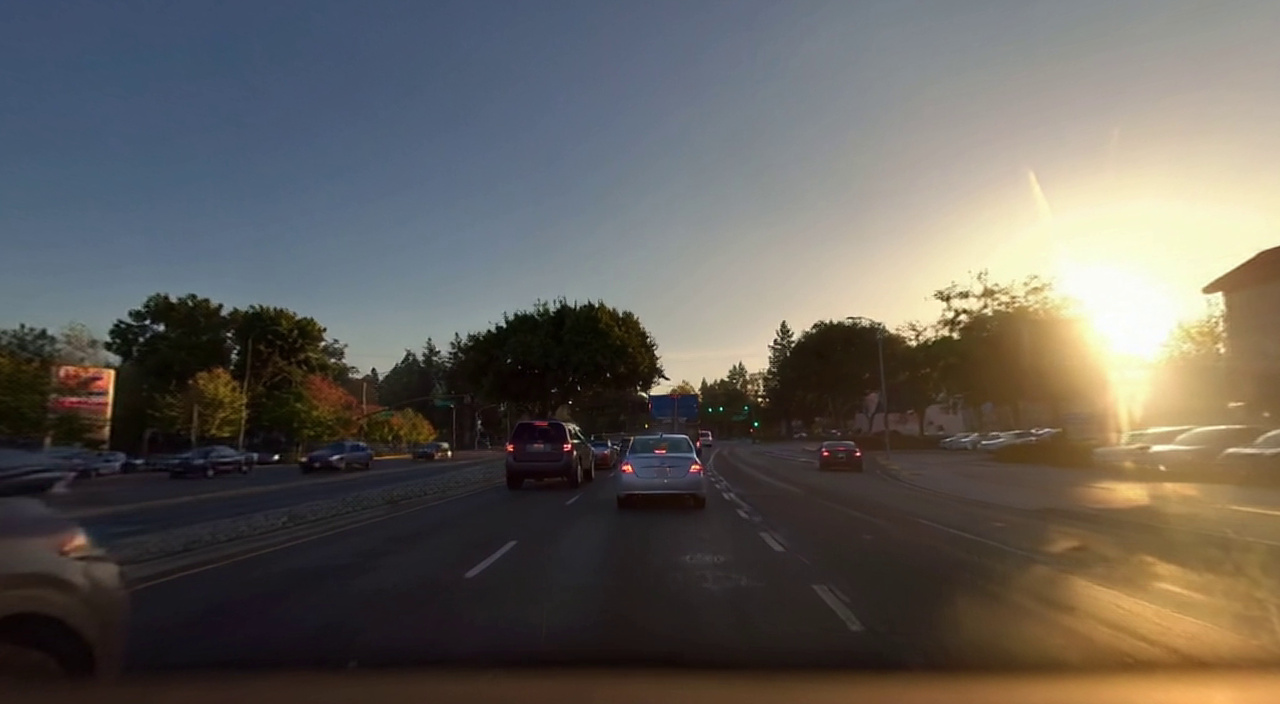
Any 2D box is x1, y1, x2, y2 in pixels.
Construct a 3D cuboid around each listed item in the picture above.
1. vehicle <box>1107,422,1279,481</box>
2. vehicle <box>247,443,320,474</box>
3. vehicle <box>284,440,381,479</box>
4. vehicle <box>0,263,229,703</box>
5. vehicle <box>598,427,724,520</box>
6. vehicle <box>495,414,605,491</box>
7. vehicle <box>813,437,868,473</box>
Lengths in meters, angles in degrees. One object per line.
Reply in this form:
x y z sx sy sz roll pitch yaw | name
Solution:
15.598 2.667 17.039 4.436 1.466 1.875 0 -8 -2 | vehicle
-21.181 6.326 37.654 1.923 1.703 4.520 0 -8 -3 | vehicle
-12.501 4.390 25.957 2.011 1.456 4.143 0 -8 -2 | vehicle
-3.074 0.442 0.556 2.124 1.829 4.799 0 -8 1 | vehicle
0.324 2.295 12.432 2.061 1.494 4.079 0 -8 0 | vehicle
-2.444 2.953 18.727 2.289 1.935 5.227 -1 -8 2 | vehicle
9.042 4.661 28.703 1.900 1.507 4.151 -2 -8 11 | vehicle
